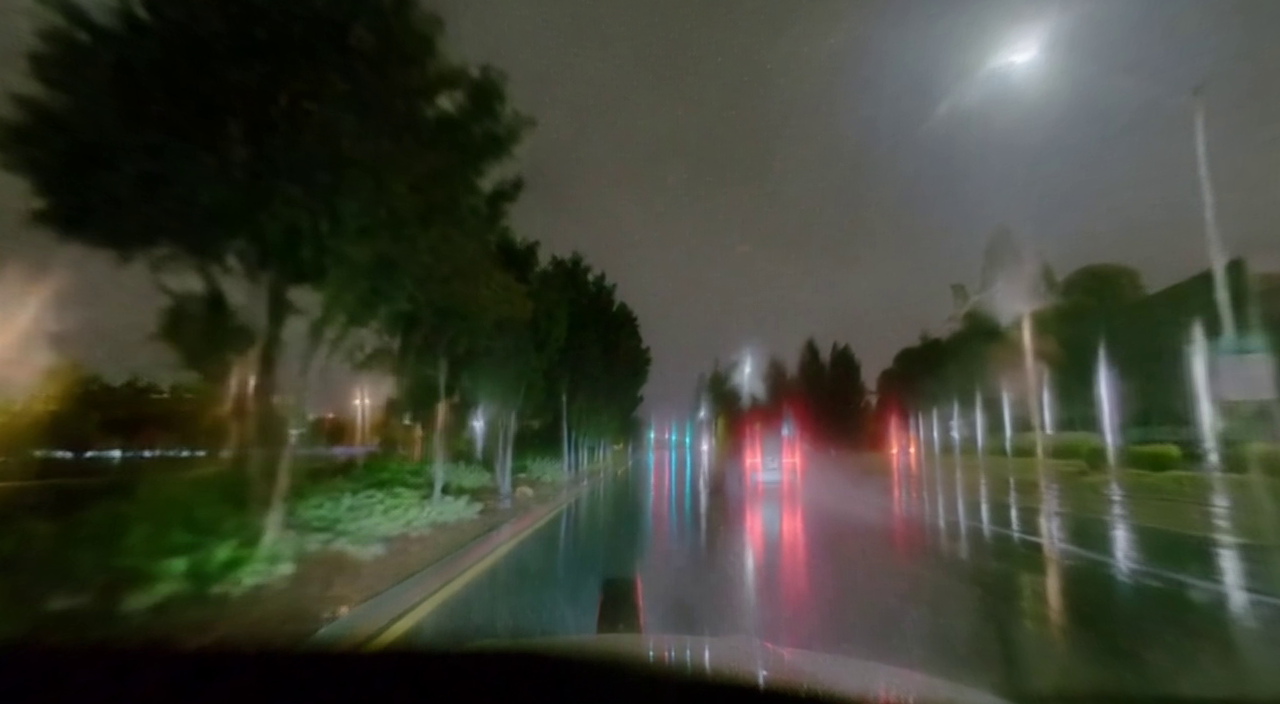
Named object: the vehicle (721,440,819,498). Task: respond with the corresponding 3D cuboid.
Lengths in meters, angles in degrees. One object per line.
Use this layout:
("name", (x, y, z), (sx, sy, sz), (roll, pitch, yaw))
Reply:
("vehicle", (3.657, 3.365, 18.624), (1.928, 1.481, 4.453), (0, -9, 0))
